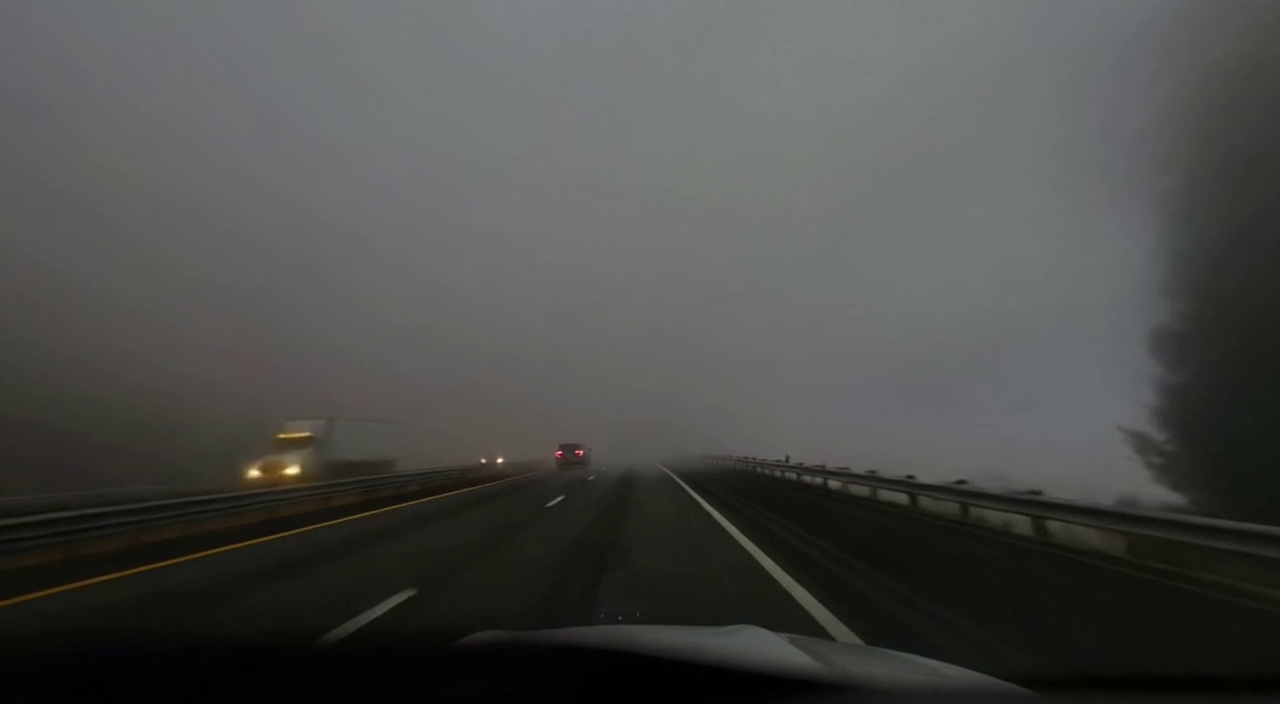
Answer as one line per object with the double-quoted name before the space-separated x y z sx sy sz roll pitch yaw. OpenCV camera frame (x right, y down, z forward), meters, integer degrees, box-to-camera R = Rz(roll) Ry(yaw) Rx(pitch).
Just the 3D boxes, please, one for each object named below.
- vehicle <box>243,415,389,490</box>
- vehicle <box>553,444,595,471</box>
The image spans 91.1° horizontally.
"vehicle" -17.746 5.653 35.534 3.208 3.631 9.318 0 -9 0
"vehicle" -4.145 6.736 40.381 2.139 1.577 4.546 -2 -9 0
